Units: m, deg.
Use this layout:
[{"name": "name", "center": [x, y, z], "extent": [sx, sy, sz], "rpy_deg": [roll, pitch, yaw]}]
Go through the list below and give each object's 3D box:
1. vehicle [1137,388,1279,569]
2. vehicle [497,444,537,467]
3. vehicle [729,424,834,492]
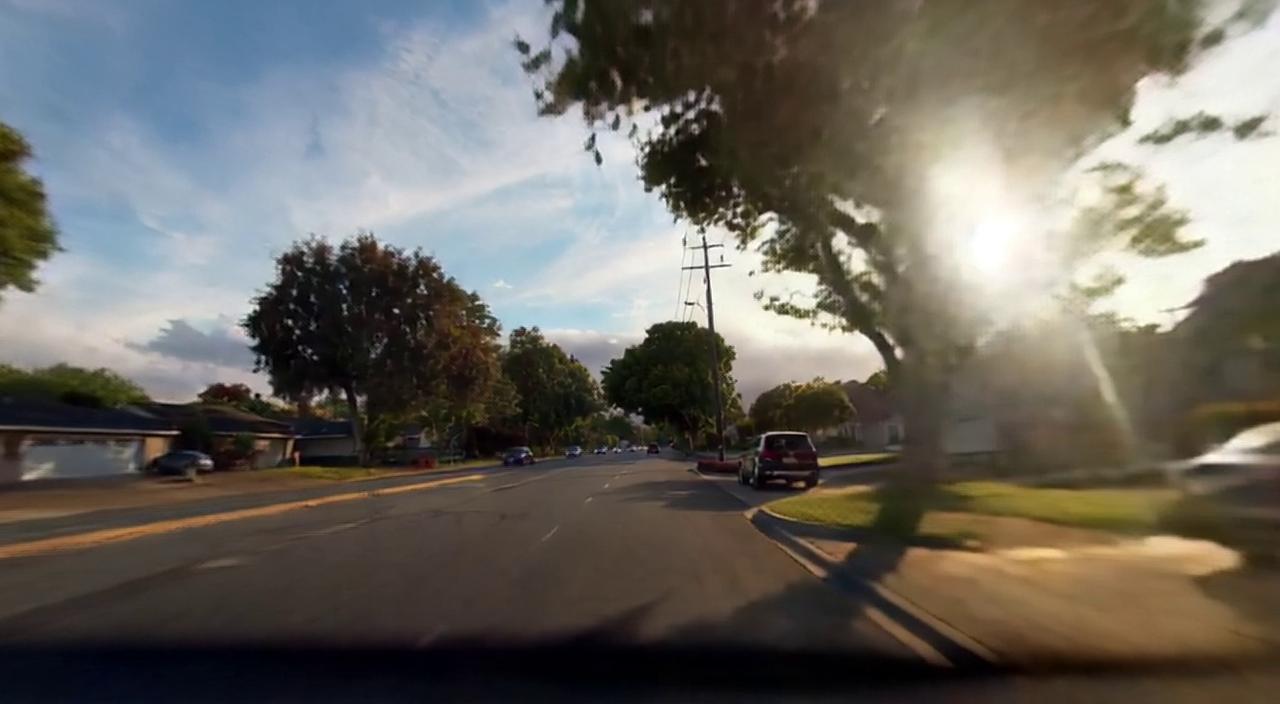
[{"name": "vehicle", "center": [7.929, 1.176, 5.997], "extent": [4.719, 1.556, 1.869], "rpy_deg": [0, -8, 1]}, {"name": "vehicle", "center": [-8.568, 7.218, 44.241], "extent": [1.915, 1.539, 4.106], "rpy_deg": [0, -9, 2]}, {"name": "vehicle", "center": [4.316, 3.334, 20.135], "extent": [2.228, 1.885, 4.854], "rpy_deg": [0, -8, 0]}]
